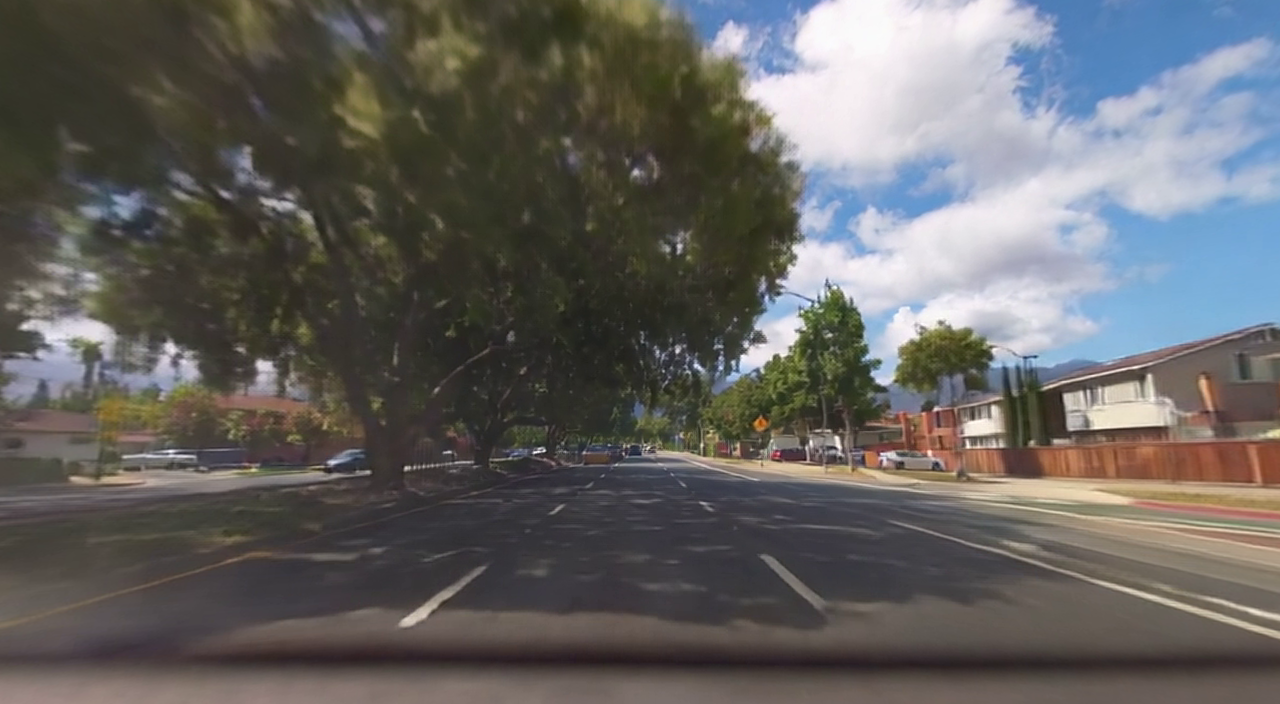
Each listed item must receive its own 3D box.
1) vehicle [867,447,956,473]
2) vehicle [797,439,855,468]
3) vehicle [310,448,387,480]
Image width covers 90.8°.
[{"bbox_3d":[16.069,6.363,37.610,1.826,1.420,4.533,5,-10,-32],"label":"vehicle"},{"bbox_3d":[13.258,7.271,45.427,2.047,1.950,5.112,1,-9,-8],"label":"vehicle"},{"bbox_3d":[-14.797,5.681,32.309,1.929,1.506,4.125,0,-8,0],"label":"vehicle"}]
